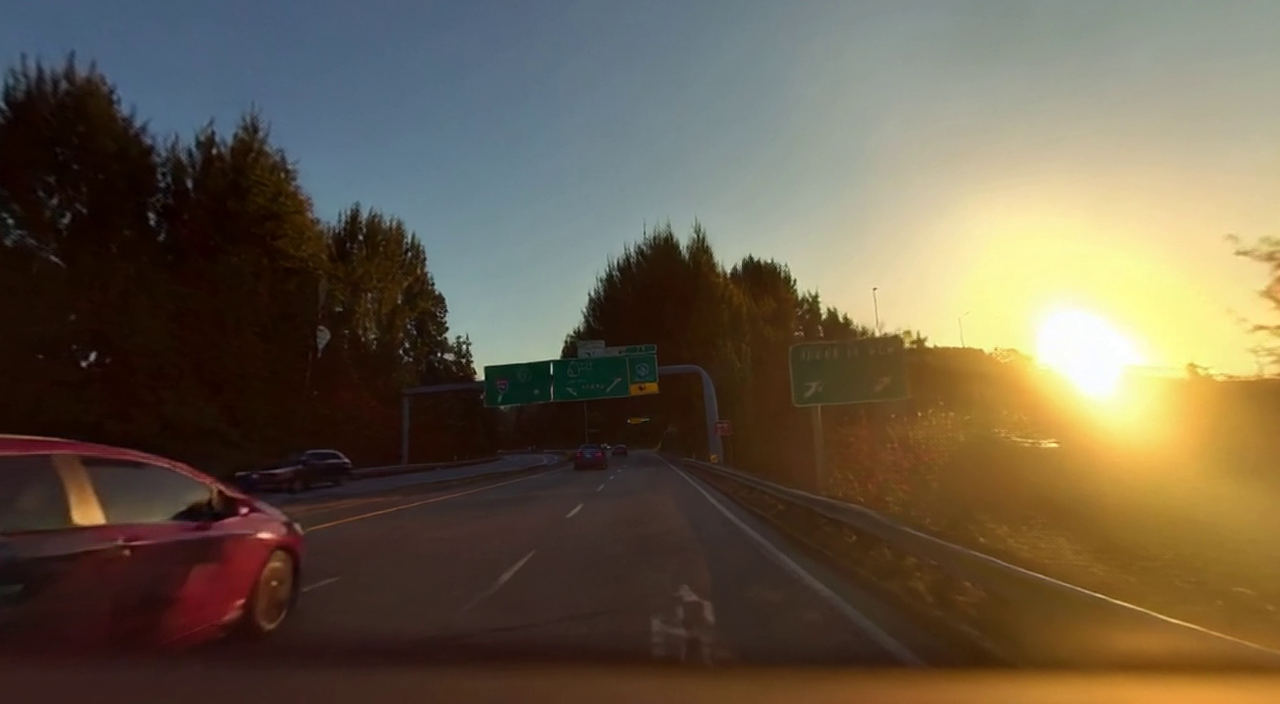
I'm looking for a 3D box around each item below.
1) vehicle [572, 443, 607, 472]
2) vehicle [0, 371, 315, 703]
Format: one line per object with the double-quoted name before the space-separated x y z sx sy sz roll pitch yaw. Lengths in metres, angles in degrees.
"vehicle" -2.855 6.038 36.246 1.675 1.537 3.574 0 -9 1
"vehicle" -3.240 0.920 2.621 1.846 1.566 3.525 0 -9 0
